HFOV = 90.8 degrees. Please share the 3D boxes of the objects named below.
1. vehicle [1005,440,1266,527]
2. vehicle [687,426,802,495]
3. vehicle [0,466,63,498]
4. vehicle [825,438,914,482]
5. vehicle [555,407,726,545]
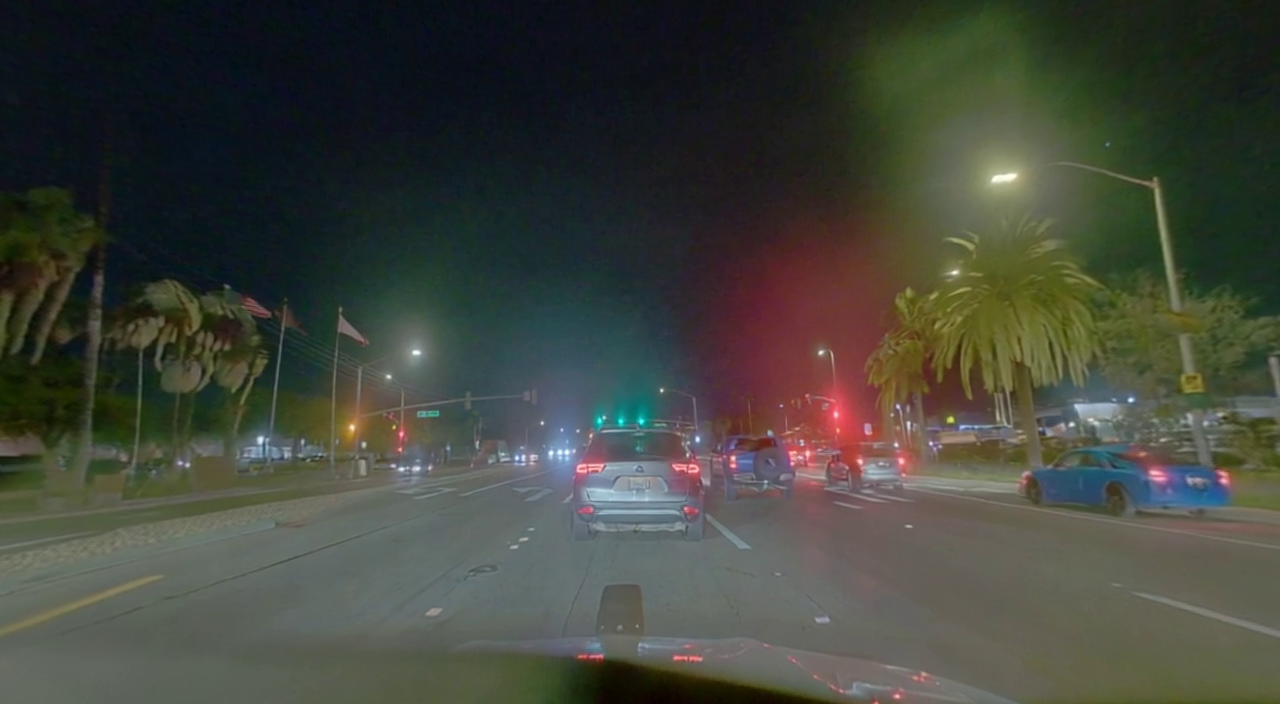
[{"bbox_3d":[9.850,2.604,13.135,1.967,1.485,4.267,0,-9,1],"label":"vehicle"},{"bbox_3d":[3.312,3.658,21.747,2.773,2.021,6.212,0,-9,-1],"label":"vehicle"},{"bbox_3d":[-45.824,9.270,45.233,6.410,2.078,2.584,0,-9,0],"label":"vehicle"},{"bbox_3d":[10.071,4.763,28.196,2.155,1.779,4.582,0,-9,-1],"label":"vehicle"},{"bbox_3d":[-0.032,2.088,11.257,2.402,1.938,4.535,0,-9,-1],"label":"vehicle"}]
